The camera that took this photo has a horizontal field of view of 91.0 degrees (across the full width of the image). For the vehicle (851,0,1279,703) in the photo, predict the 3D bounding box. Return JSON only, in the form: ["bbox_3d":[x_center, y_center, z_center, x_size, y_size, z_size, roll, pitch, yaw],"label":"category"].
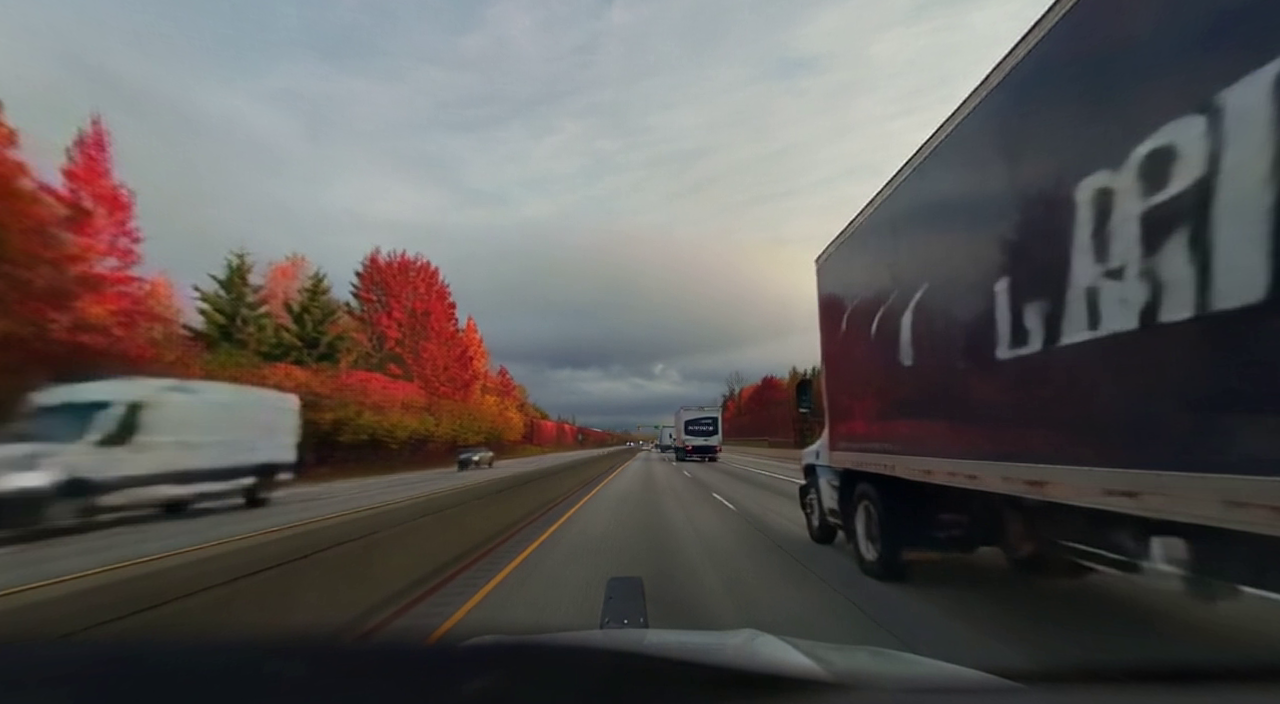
[{"bbox_3d":[4.004,-0.547,0.147,2.911,4.117,14.683,0,-8,0],"label":"vehicle"}]

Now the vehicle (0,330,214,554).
[{"bbox_3d":[-11.362,1.561,10.879,2.698,3.465,7.279,0,-8,0],"label":"vehicle"}]
